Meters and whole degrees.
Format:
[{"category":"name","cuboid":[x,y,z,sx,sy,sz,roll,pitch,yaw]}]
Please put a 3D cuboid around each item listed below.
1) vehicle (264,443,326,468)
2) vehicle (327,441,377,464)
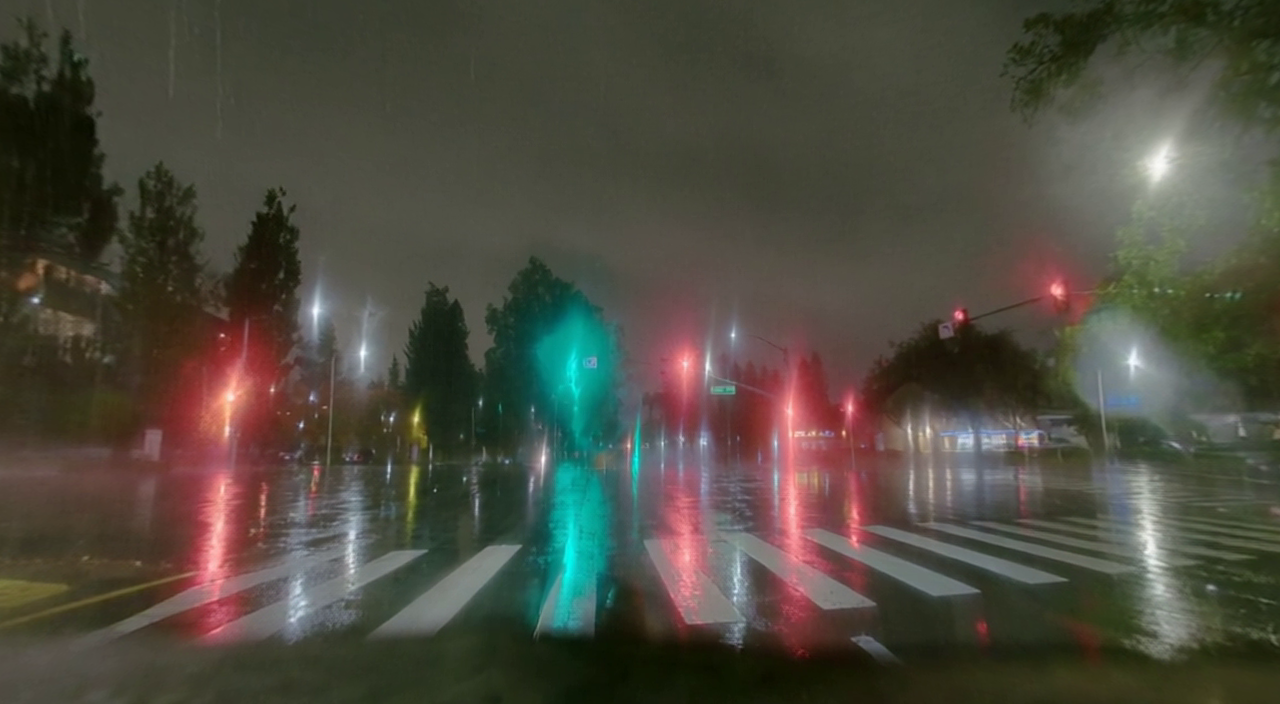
[{"category":"vehicle","cuboid":[-21.855,6.558,40.157,2.005,1.496,4.020,1,-9,-6]},{"category":"vehicle","cuboid":[-22.525,7.901,49.614,2.023,1.706,4.756,1,-9,-6]}]
